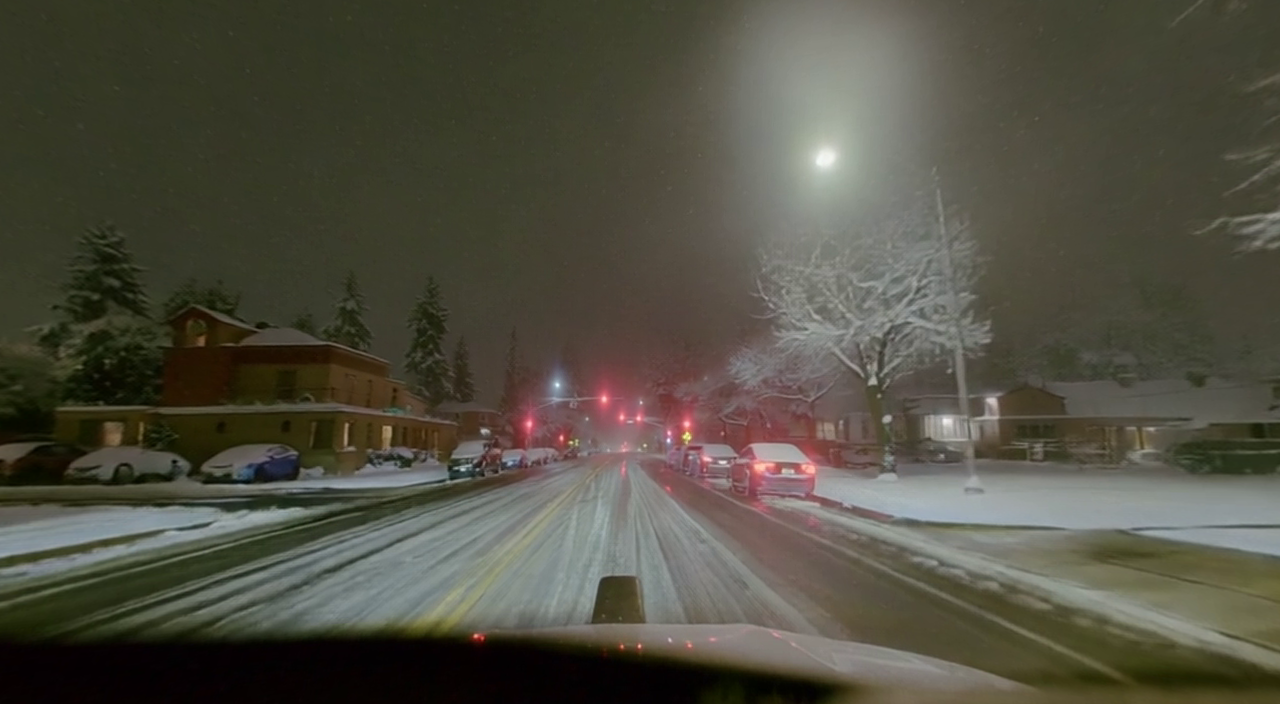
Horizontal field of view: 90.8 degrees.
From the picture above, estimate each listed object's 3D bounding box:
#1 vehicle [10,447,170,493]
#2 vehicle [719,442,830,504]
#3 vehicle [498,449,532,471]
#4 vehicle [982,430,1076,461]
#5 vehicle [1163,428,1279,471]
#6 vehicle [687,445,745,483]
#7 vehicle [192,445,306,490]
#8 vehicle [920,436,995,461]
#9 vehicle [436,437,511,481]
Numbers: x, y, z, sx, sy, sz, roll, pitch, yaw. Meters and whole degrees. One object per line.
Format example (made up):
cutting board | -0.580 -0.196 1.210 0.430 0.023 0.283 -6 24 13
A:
vehicle | -20.597 4.398 23.995 1.959 1.485 4.666 -2 -9 -1
vehicle | 3.705 3.403 18.267 1.955 1.536 4.395 1 -9 -4
vehicle | -8.760 7.591 44.608 1.860 1.476 4.594 1 -9 -5
vehicle | 24.380 5.894 39.733 4.476 1.795 2.055 -1 -9 -2
vehicle | 24.844 4.028 26.252 4.213 1.644 2.105 -1 -9 0
vehicle | 3.220 4.822 27.566 1.809 1.513 4.264 0 -9 -3
vehicle | -14.810 4.370 24.235 1.848 1.562 3.827 0 -9 1
vehicle | 24.273 7.423 48.423 4.599 1.759 2.060 -1 -9 -1
vehicle | -8.316 5.404 32.178 2.420 2.004 5.615 0 -9 -2
